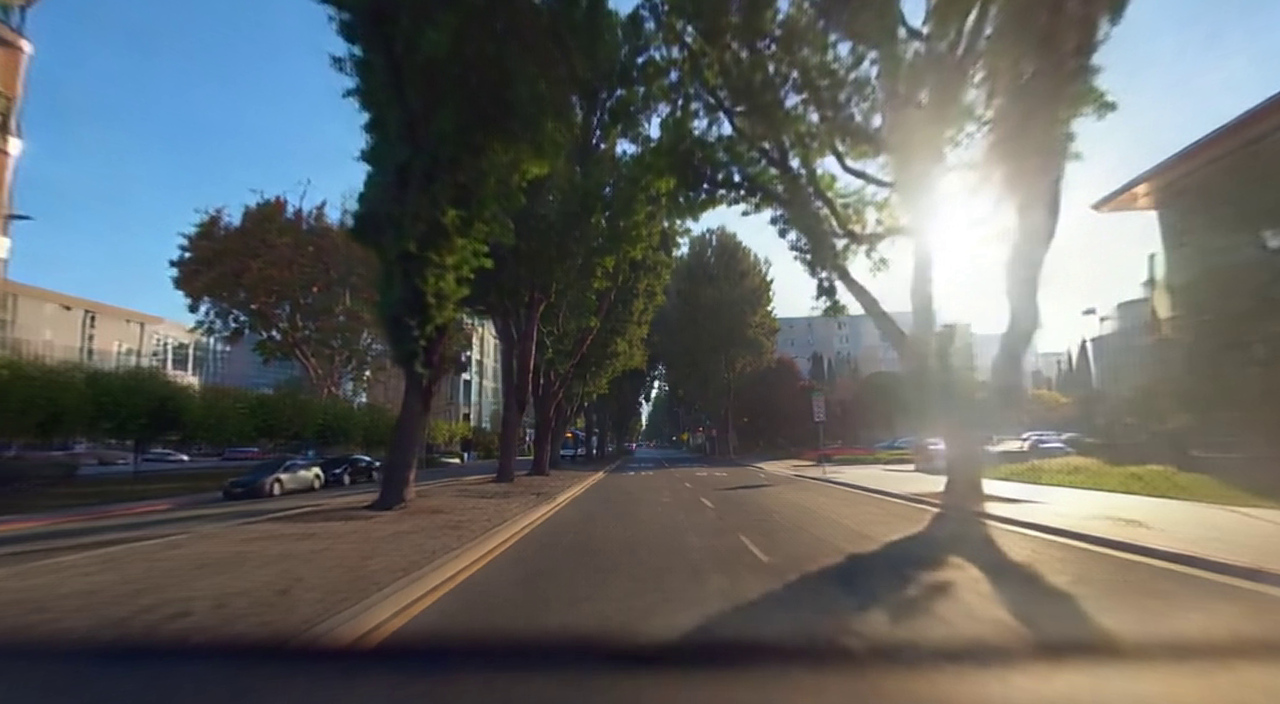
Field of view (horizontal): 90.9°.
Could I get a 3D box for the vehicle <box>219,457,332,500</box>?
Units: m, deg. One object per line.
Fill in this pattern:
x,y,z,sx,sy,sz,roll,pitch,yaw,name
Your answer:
-14.036,4.868,24.587,1.835,1.434,4.325,0,-8,0,vehicle

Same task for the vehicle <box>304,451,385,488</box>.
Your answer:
-13.961,5.564,30.070,1.816,1.567,3.957,-1,-8,2,vehicle

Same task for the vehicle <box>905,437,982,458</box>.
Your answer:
21.419,6.764,44.577,4.404,1.440,1.900,0,-8,0,vehicle
